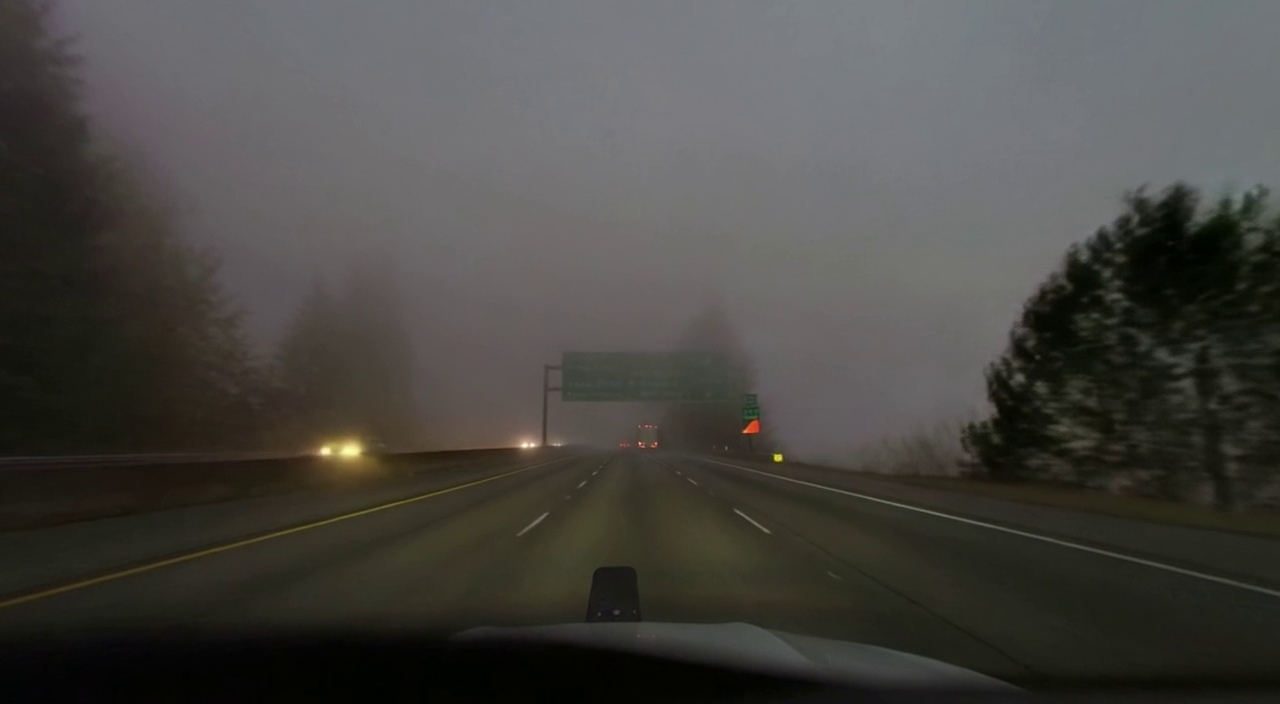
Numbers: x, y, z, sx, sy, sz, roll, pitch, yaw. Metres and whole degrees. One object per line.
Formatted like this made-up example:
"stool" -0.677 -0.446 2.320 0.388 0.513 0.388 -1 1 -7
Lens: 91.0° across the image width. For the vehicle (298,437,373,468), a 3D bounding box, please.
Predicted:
"vehicle" -17.230 5.706 35.867 2.054 1.589 4.662 0 -8 -1
